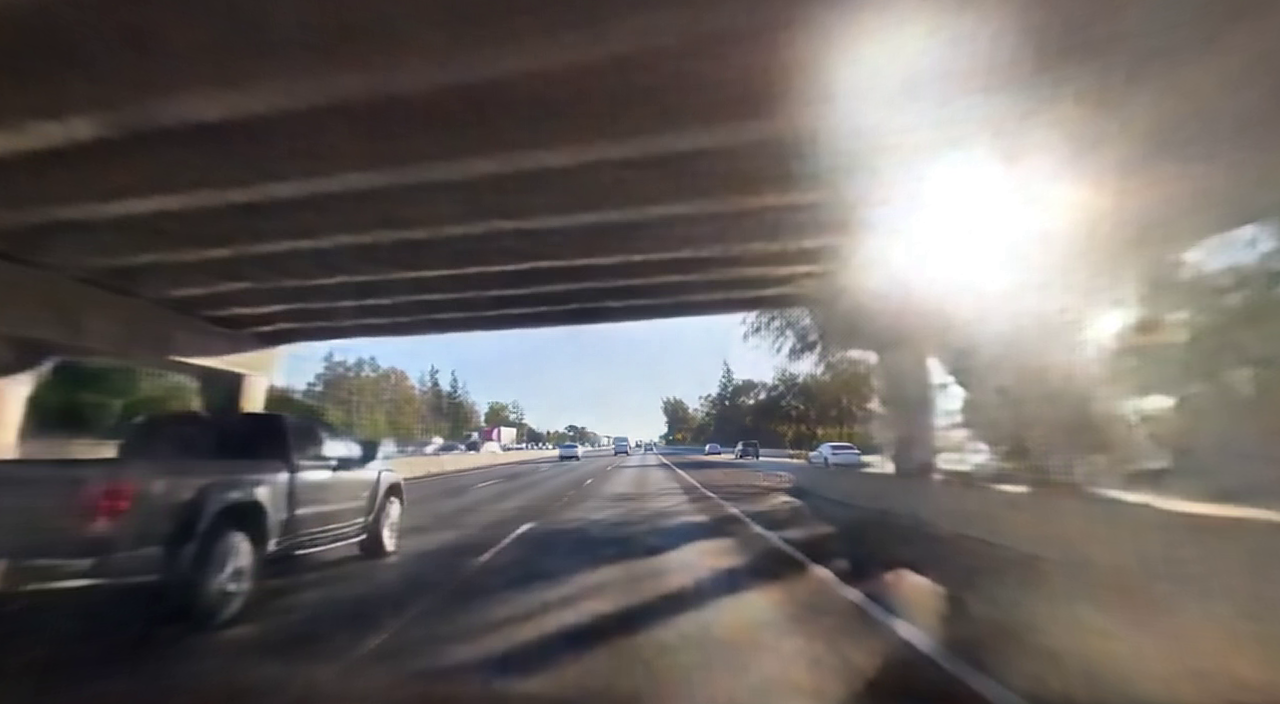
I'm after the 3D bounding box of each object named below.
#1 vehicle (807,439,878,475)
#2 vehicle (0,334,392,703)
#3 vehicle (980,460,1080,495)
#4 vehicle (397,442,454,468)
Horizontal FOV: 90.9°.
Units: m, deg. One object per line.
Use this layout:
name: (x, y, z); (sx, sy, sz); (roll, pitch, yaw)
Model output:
vehicle: (9.859, 5.131, 31.073); (1.971, 1.638, 4.295); (0, -8, -1)
vehicle: (-3.961, 1.202, 5.052); (1.994, 1.911, 4.819); (0, -8, 0)
vehicle: (29.627, 9.541, 48.113); (5.938, 2.070, 2.138); (-5, -4, 10)
vehicle: (-16.513, 7.965, 48.996); (2.339, 1.926, 5.751); (0, -8, 1)
